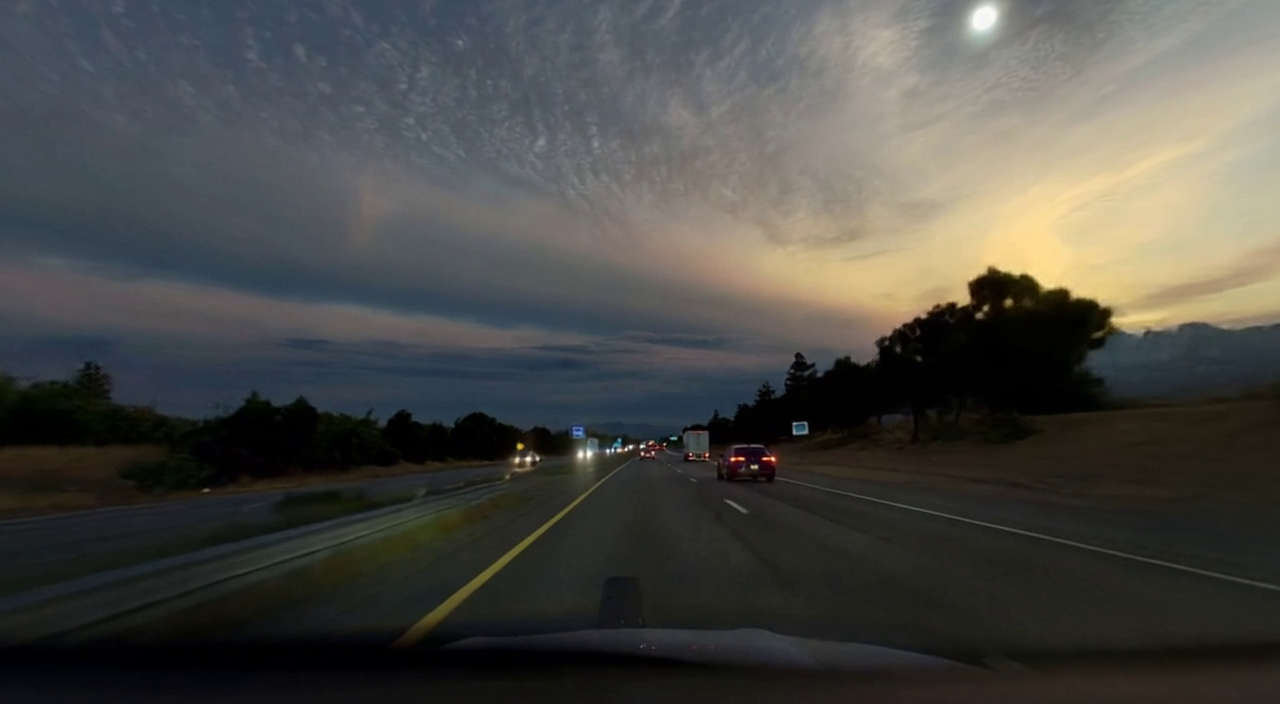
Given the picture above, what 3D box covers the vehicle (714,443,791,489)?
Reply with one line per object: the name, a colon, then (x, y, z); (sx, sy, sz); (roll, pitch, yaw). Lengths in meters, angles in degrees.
vehicle: (4.010, 4.135, 23.162); (2.043, 1.542, 3.881); (0, -9, -1)
